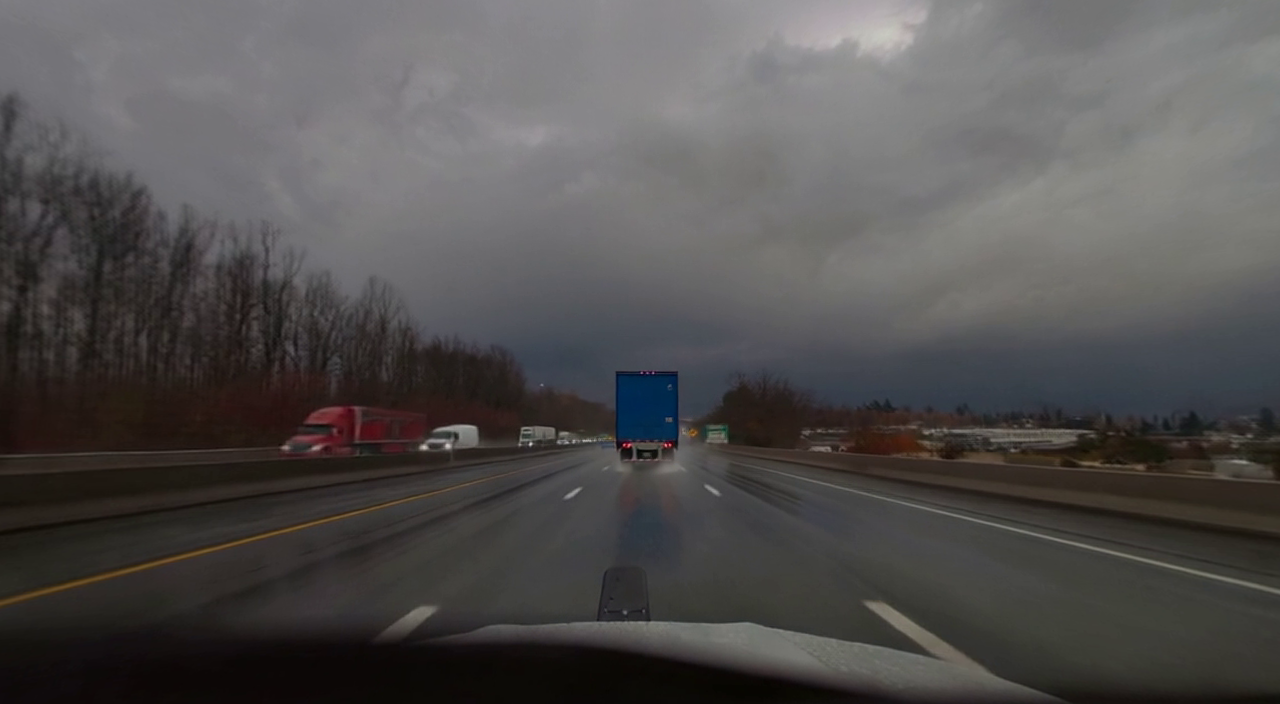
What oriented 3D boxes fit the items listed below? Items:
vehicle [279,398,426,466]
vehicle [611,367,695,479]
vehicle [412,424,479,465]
[{"bbox_3d":[-20.674,6.206,47.380,2.914,4.117,17.316,0,-8,0],"label":"vehicle"},{"bbox_3d":[0.510,3.325,27.960,3.010,4.039,10.481,0,-8,0],"label":"vehicle"},{"bbox_3d":[-13.099,6.305,42.808,2.293,2.516,6.817,0,-8,1],"label":"vehicle"}]
